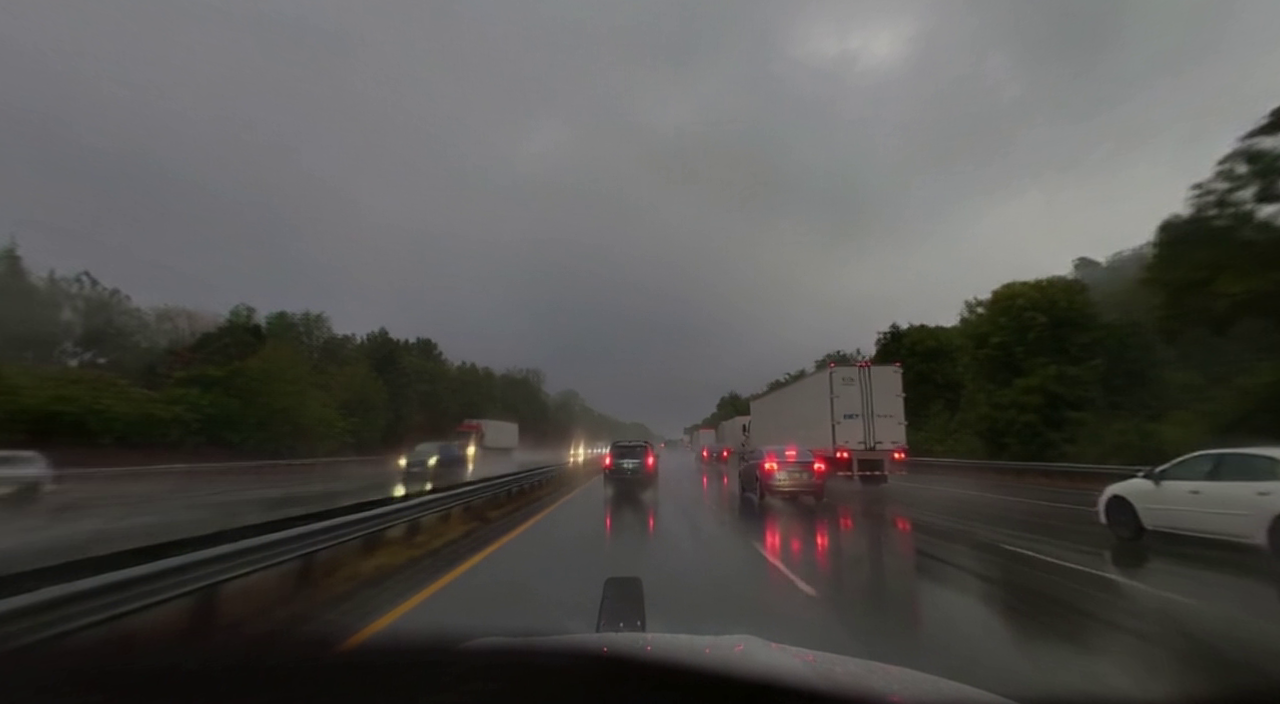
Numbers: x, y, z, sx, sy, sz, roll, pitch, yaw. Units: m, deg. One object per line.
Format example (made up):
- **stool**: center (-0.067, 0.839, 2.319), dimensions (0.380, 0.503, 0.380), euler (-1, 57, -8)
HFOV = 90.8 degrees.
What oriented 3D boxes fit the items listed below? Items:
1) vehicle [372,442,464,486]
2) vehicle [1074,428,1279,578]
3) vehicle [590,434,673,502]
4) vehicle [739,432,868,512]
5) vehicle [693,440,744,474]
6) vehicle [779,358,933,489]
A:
- **vehicle**: center (-8.550, 4.344, 24.764), dimensions (1.976, 1.549, 4.303), euler (0, -9, 1)
- **vehicle**: center (7.318, 1.620, 7.048), dimensions (1.951, 1.467, 4.173), euler (0, -9, 0)
- **vehicle**: center (-0.169, 3.116, 17.268), dimensions (2.023, 1.618, 3.628), euler (0, -9, 1)
- **vehicle**: center (3.617, 2.734, 14.761), dimensions (1.920, 1.594, 3.867), euler (0, -9, 0)
- **vehicle**: center (4.111, 5.581, 33.665), dimensions (2.150, 1.632, 4.260), euler (0, -9, 0)
- **vehicle**: center (7.645, 2.862, 23.922), dimensions (2.823, 4.063, 8.485), euler (0, -9, 1)
